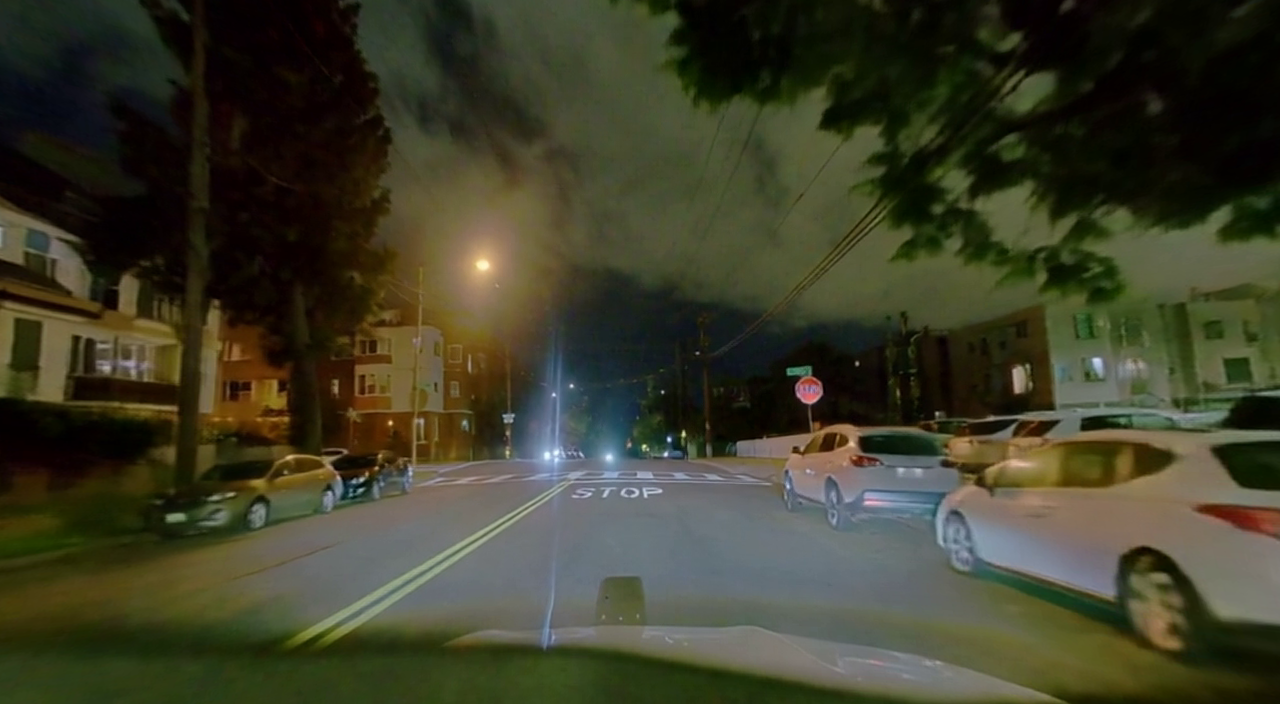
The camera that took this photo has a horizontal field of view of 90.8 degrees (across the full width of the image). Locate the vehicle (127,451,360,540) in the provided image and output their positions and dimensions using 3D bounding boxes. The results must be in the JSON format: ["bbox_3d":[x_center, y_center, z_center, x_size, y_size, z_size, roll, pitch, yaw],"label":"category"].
[{"bbox_3d":[-7.901,2.848,13.283,1.904,1.488,4.600,0,-9,0],"label":"vehicle"}]

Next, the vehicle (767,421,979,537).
[{"bbox_3d":[3.723,2.106,11.040,1.976,1.614,4.052,0,-9,-3],"label":"vehicle"}]

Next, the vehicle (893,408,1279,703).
[{"bbox_3d":[4.000,1.362,5.393,1.846,1.506,4.165,0,-9,-2],"label":"vehicle"}]
